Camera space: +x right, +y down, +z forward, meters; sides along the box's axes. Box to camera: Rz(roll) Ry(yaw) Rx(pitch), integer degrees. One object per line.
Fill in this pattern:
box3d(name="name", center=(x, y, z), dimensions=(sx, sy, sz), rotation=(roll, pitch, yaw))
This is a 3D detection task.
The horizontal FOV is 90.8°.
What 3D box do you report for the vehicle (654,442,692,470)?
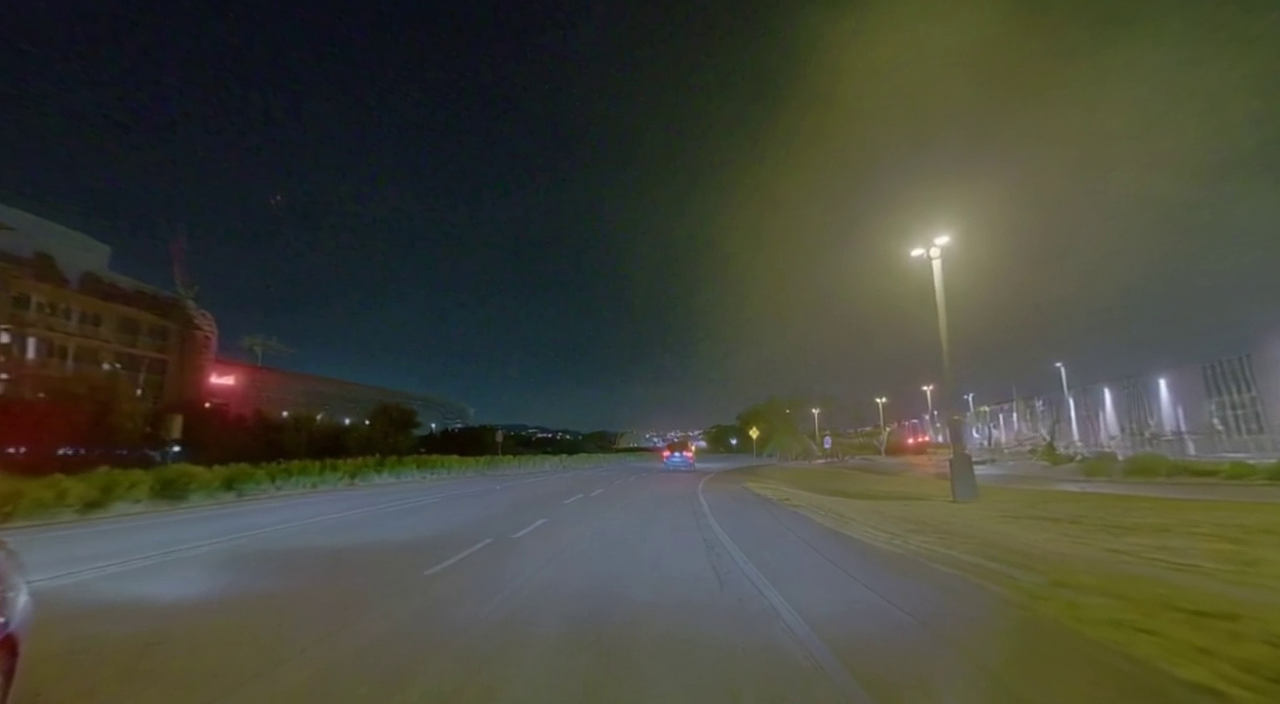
box3d(name="vehicle", center=(2.339, 7.124, 43.503), dimensions=(2.370, 1.781, 4.440), rotation=(-1, -8, 6))
